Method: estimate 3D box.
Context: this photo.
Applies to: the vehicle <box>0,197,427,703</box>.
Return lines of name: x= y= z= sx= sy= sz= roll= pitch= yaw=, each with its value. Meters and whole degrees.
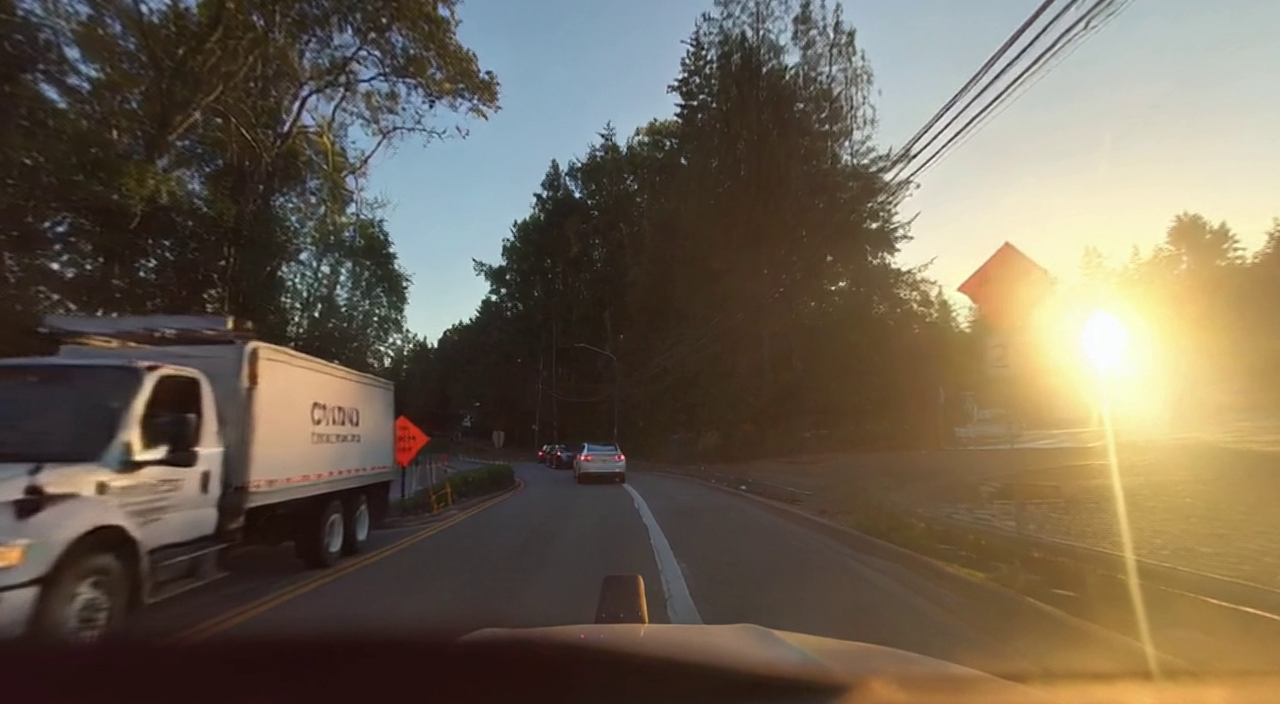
vehicle: x=-3.632 y=0.928 z=4.492 sx=2.671 sy=2.053 sz=6.074 roll=1 pitch=-8 yaw=-6

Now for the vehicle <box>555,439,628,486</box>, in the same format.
vehicle: x=-1.827 y=3.887 z=22.575 sx=2.186 sy=1.463 sz=4.356 roll=1 pitch=-9 yaw=-10
